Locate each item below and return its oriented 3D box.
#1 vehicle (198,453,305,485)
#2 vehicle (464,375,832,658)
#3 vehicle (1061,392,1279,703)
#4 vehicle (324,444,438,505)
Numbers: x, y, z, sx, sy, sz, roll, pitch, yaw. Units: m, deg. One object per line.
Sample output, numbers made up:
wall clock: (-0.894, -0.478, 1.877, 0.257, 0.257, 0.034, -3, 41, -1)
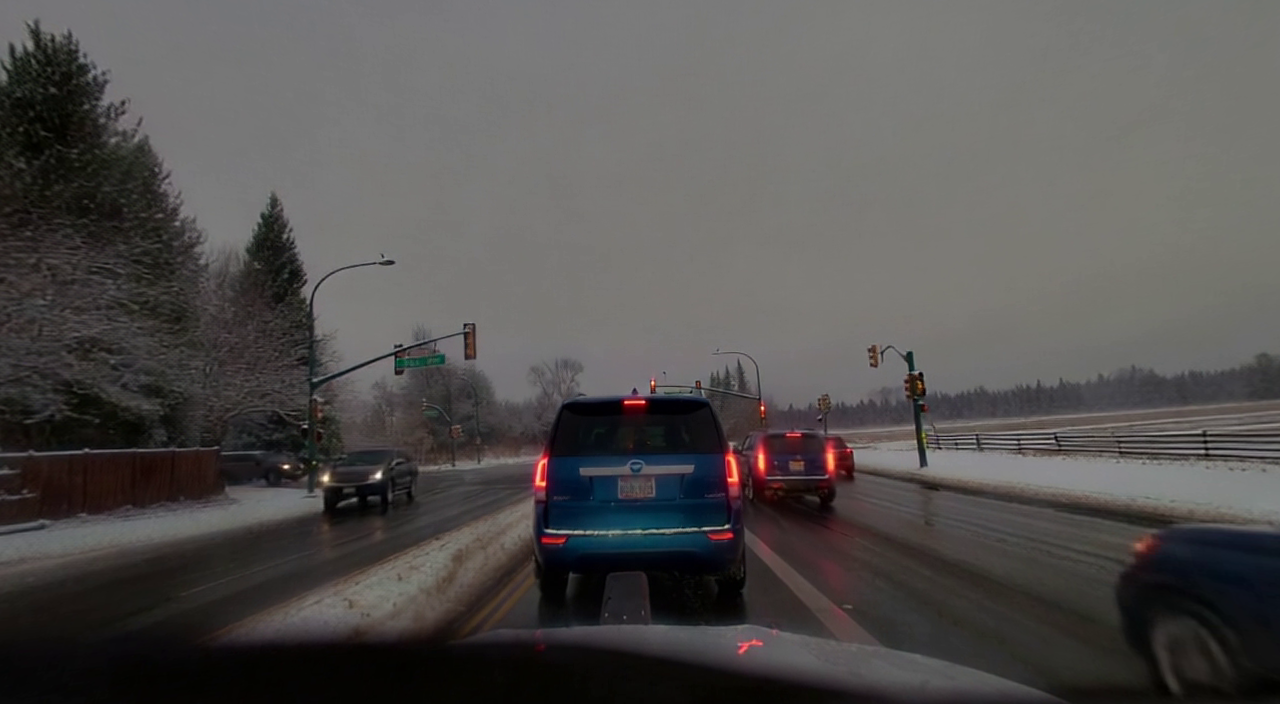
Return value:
vehicle: (-21.325, 6.419, 34.722, 4.605, 1.626, 2.251, -2, -8, 9)
vehicle: (0.050, 1.336, 6.119, 2.298, 1.770, 4.138, 0, -8, 0)
vehicle: (3.421, 0.746, 1.350, 2.097, 1.473, 4.252, 0, -8, 0)
vehicle: (-8.039, 3.798, 20.113, 2.026, 1.680, 4.608, 1, -8, -5)
